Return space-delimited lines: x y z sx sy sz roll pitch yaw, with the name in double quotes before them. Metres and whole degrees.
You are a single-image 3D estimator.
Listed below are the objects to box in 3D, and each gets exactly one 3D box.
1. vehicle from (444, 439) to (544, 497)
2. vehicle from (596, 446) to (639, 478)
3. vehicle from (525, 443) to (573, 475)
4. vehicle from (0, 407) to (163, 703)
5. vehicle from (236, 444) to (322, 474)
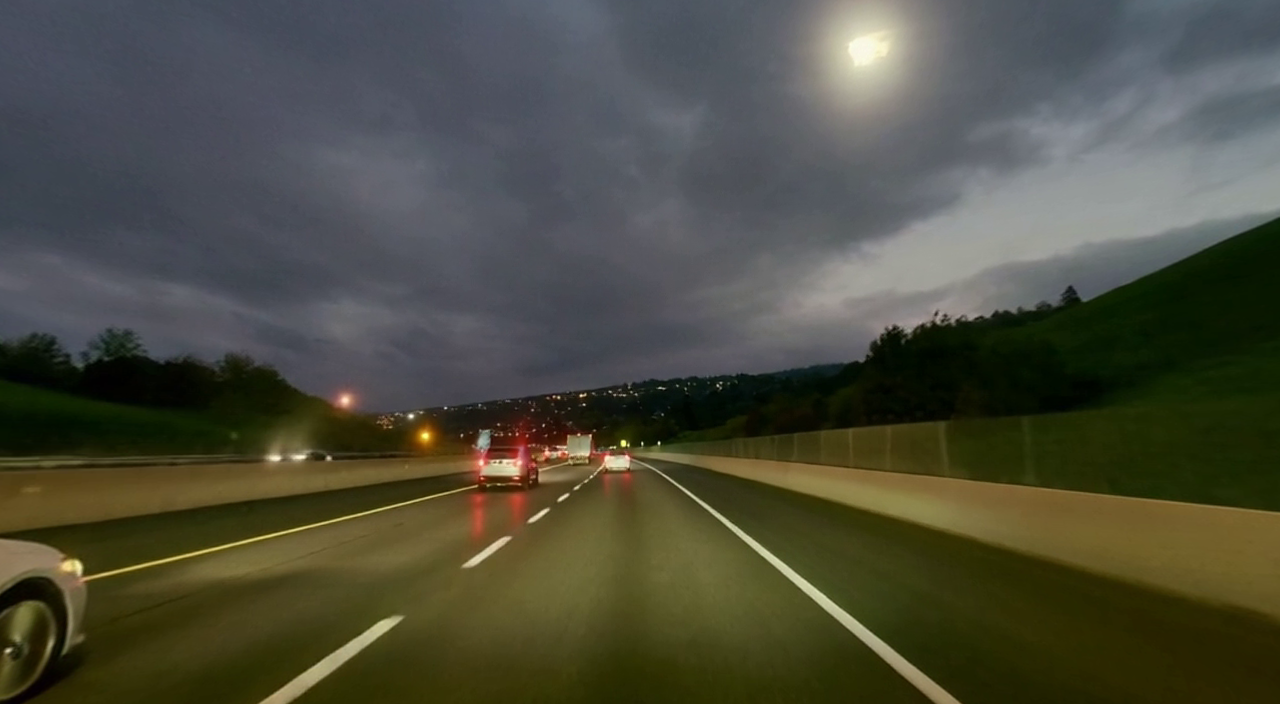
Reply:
"vehicle" -4.474 3.622 20.099 2.208 1.619 4.162 0 -9 0
"vehicle" -1.129 5.418 31.402 1.988 1.440 4.201 0 -9 -2
"vehicle" -4.960 5.876 34.840 2.118 1.624 4.032 0 -9 -1
"vehicle" -3.928 0.853 1.886 1.892 1.492 3.940 0 -9 0
"vehicle" -19.207 5.707 33.810 2.086 1.473 4.371 0 -9 -1
